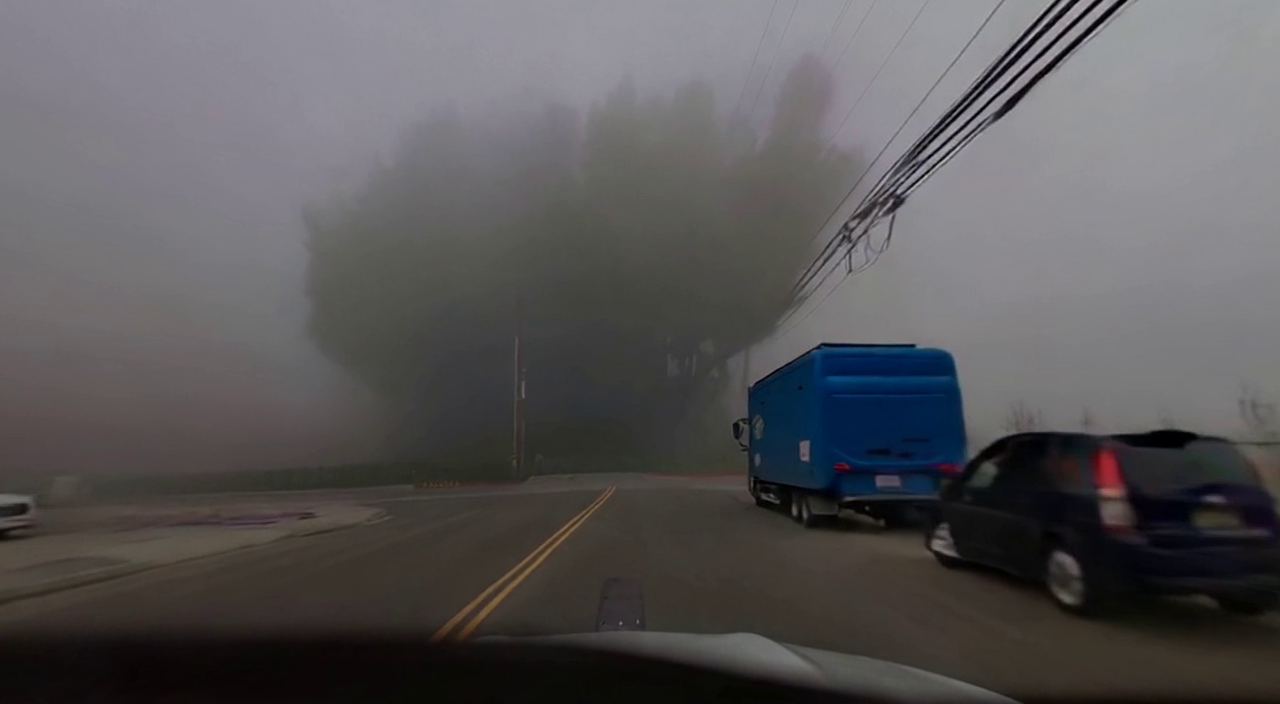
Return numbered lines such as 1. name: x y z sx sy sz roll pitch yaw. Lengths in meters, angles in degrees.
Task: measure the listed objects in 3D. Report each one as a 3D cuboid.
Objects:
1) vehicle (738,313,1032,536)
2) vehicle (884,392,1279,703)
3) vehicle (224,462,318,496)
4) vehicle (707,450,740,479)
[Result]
1. vehicle: 4.153 1.697 13.170 3.058 3.269 7.674 -1 -10 1
2. vehicle: 4.100 1.394 5.697 1.892 1.696 4.332 0 -9 -3
3. vehicle: -22.544 7.749 38.749 4.417 1.867 2.030 1 -9 -5
4. vehicle: 6.098 8.249 46.656 2.010 1.985 5.124 -1 -9 3
